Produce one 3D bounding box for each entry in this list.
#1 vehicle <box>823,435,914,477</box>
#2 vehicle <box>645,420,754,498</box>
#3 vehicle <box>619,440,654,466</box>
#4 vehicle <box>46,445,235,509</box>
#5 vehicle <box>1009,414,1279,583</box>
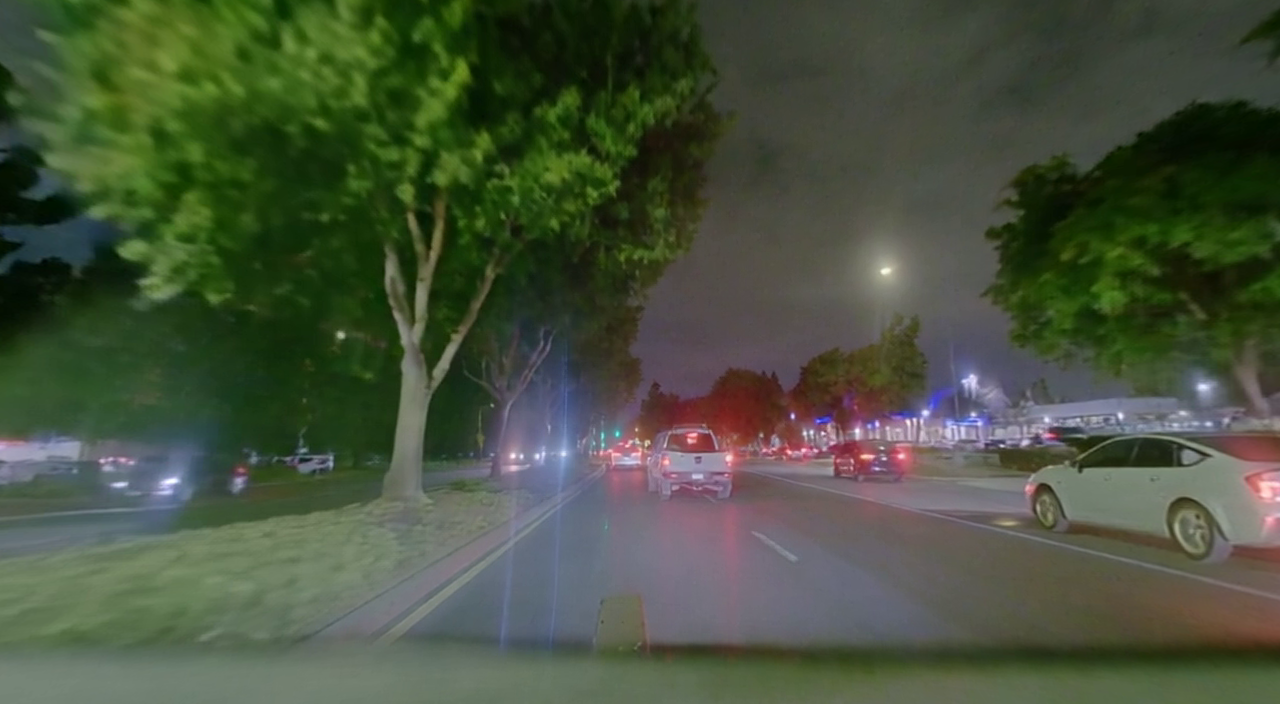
[{"bbox_3d":[9.120,4.182,25.658,1.894,1.517,4.419,0,-8,-2],"label":"vehicle"},{"bbox_3d":[1.459,2.955,17.826,2.300,1.870,4.936,0,-8,-3],"label":"vehicle"},{"bbox_3d":[-0.220,6.171,38.792,2.050,1.504,4.024,0,-8,-1],"label":"vehicle"},{"bbox_3d":[-16.068,3.998,20.822,2.124,1.802,5.097,0,-8,-1],"label":"vehicle"},{"bbox_3d":[6.676,1.568,7.428,1.994,1.488,4.313,0,-8,-1],"label":"vehicle"}]
